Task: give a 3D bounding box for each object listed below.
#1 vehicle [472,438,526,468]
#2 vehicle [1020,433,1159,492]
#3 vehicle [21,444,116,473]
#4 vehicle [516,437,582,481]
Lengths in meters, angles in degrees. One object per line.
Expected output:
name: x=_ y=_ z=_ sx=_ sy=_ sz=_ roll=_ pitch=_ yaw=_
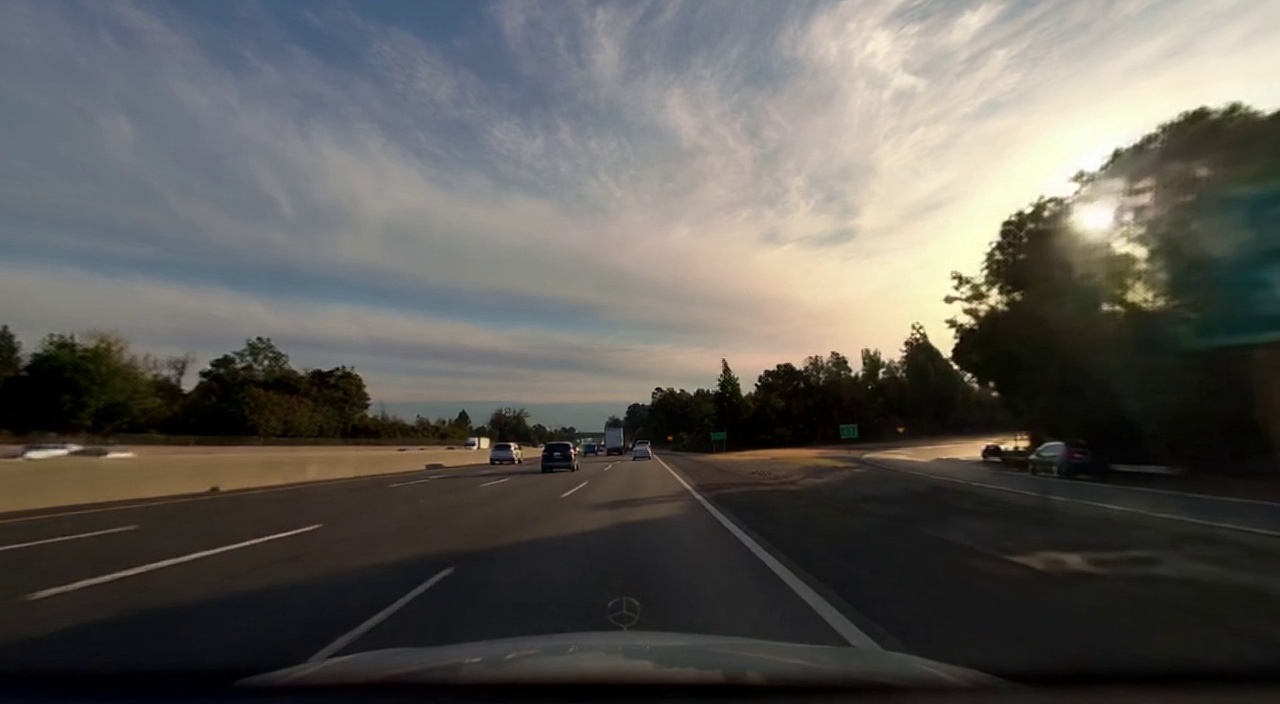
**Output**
vehicle: x=-10.278 y=7.398 z=46.428 sx=2.519 sy=2.029 sz=6.180 roll=0 pitch=-9 yaw=1
vehicle: x=15.710 y=3.873 z=22.415 sx=2.200 sy=1.827 sz=4.822 roll=-2 pitch=-9 yaw=12
vehicle: x=-31.227 y=5.822 z=34.560 sx=1.651 sy=1.464 sz=3.729 roll=0 pitch=-9 yaw=1
vehicle: x=-3.788 y=4.547 z=26.926 sx=2.094 sy=1.695 sz=4.260 roll=0 pitch=-9 yaw=1
